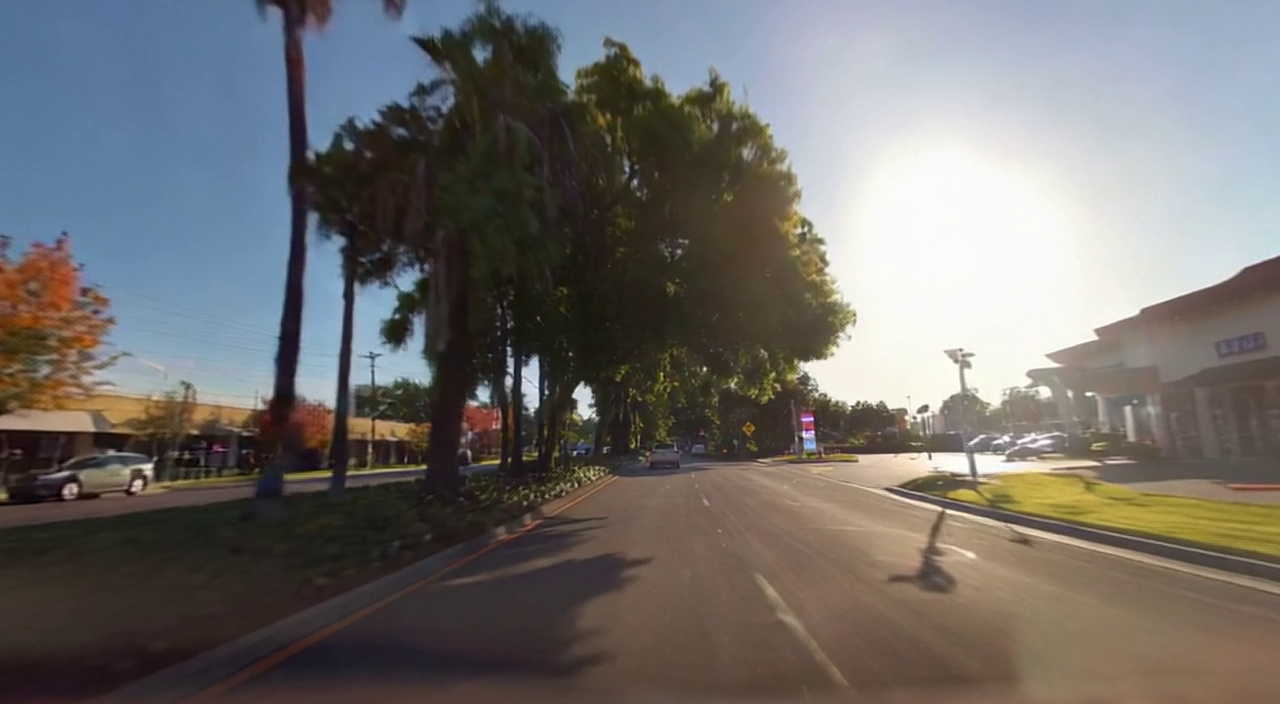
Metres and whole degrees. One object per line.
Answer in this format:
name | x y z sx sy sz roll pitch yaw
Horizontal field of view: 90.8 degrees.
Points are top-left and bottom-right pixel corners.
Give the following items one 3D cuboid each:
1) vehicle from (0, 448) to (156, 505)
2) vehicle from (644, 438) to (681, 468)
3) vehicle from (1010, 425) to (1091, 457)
vehicle | -21.819 4.717 24.438 2.294 1.935 4.783 0 -9 1
vehicle | 1.421 6.231 39.030 2.147 1.745 4.648 -1 -9 3
vehicle | 25.540 5.593 39.535 2.194 1.840 4.659 -1 -9 5
